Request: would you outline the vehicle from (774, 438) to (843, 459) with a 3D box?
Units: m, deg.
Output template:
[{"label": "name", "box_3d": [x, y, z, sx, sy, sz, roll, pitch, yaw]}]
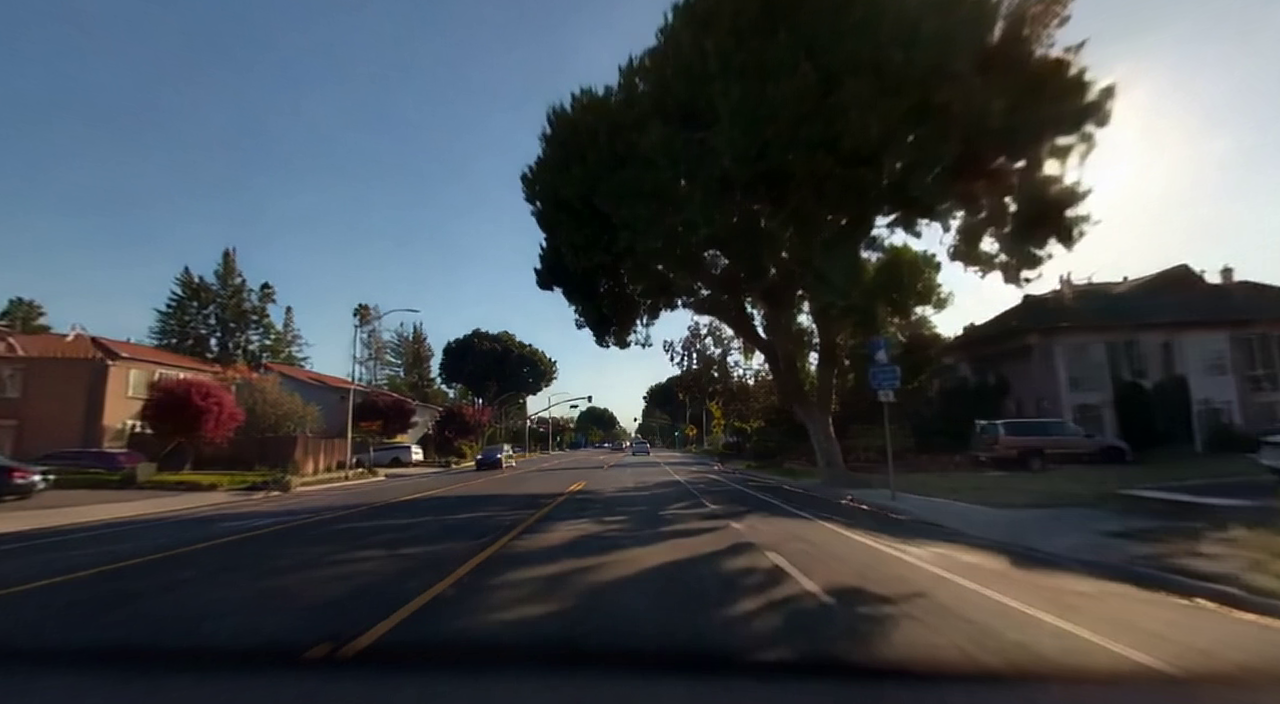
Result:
[{"label": "vehicle", "box_3d": [12.648, 7.268, 47.359, 4.593, 1.480, 1.819, 0, -8, -2]}]

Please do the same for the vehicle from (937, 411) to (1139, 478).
[{"label": "vehicle", "box_3d": [12.532, 2.941, 20.134, 4.857, 1.987, 2.296, 0, -8, 0]}]

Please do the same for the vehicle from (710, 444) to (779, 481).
[{"label": "vehicle", "box_3d": [4.513, 4.822, 27.975, 1.968, 1.467, 5.107, 0, -8, -3]}]

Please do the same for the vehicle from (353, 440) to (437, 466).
[{"label": "vehicle", "box_3d": [-19.384, 7.999, 49.966, 5.684, 1.934, 2.217, 0, -8, 0]}]
